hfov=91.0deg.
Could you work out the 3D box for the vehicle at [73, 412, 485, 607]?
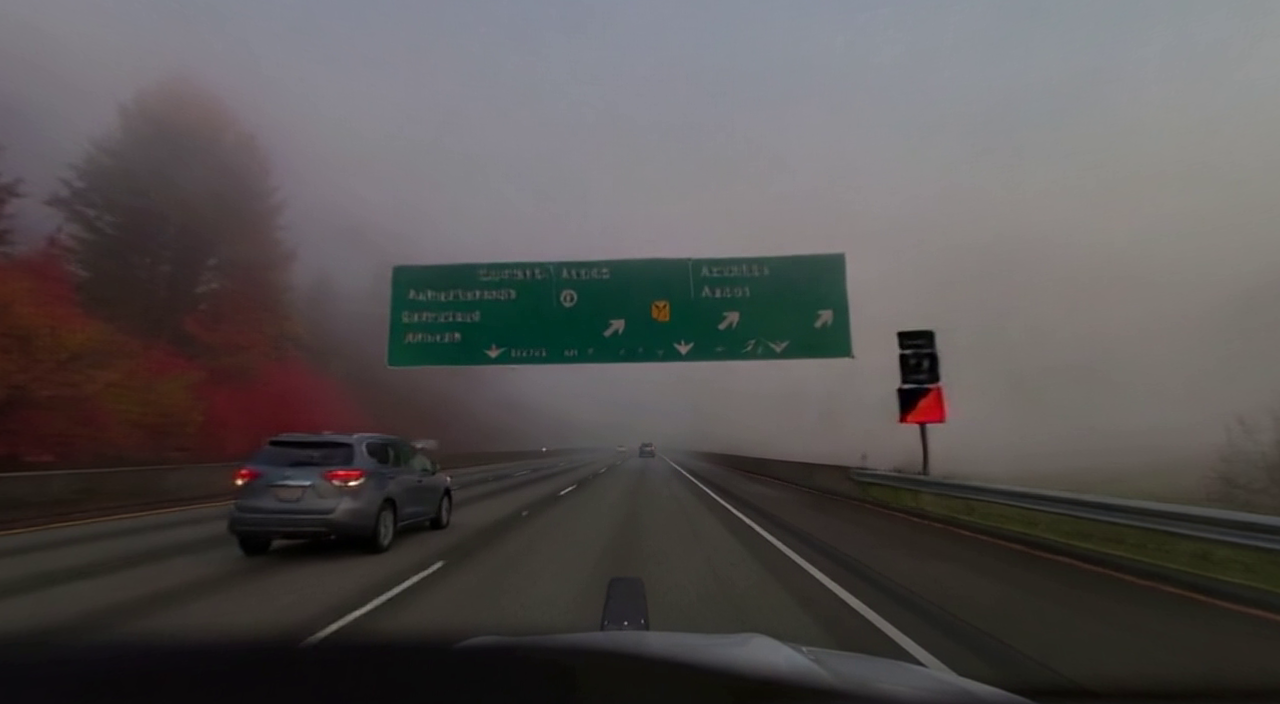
[{"bbox_3d":[-3.555,1.633,7.605,2.061,1.572,4.814,0,-8,1],"label":"vehicle"}]
